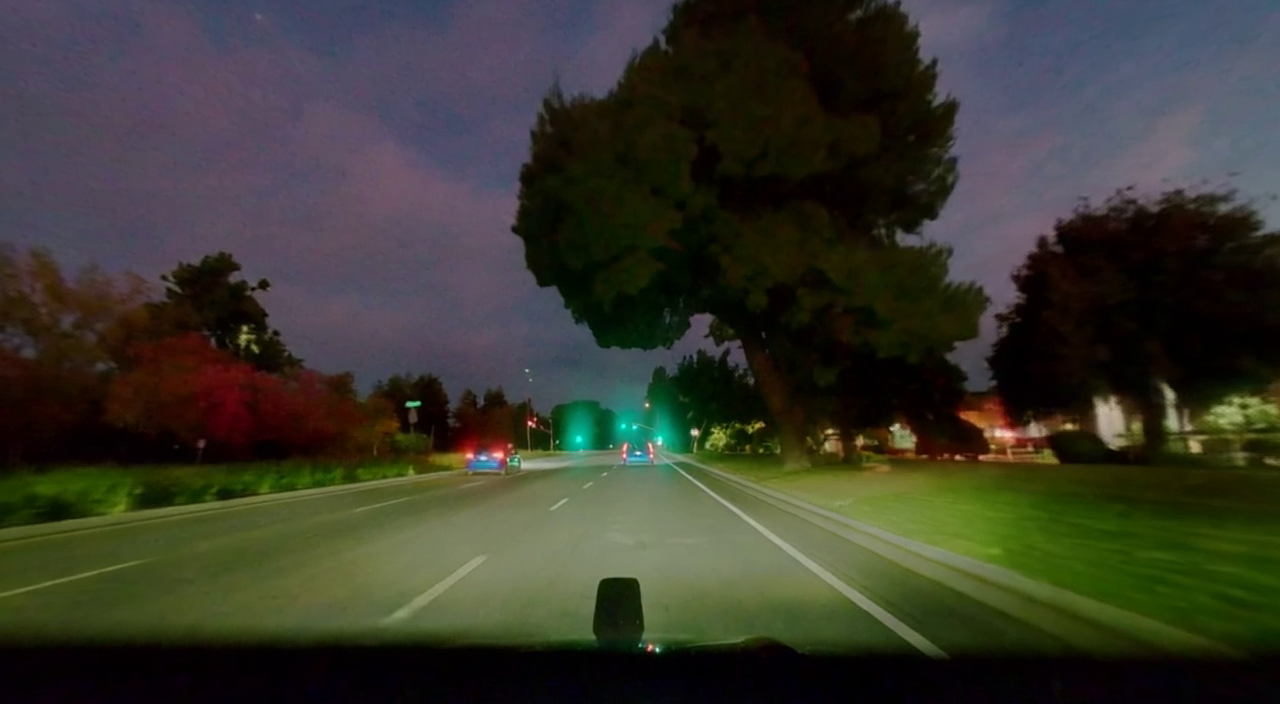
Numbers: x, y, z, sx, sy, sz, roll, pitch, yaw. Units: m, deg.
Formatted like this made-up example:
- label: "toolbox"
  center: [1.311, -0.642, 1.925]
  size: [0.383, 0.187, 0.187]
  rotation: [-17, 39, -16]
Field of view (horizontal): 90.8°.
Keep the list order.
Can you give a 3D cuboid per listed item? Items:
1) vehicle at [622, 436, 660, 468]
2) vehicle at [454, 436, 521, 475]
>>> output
- label: "vehicle"
  center: [0.053, 5.803, 36.817]
  size: [2.070, 1.764, 4.552]
  rotation: [0, -8, 1]
- label: "vehicle"
  center: [-7.051, 4.841, 29.745]
  size: [1.993, 1.657, 4.487]
  rotation: [0, -8, 1]
